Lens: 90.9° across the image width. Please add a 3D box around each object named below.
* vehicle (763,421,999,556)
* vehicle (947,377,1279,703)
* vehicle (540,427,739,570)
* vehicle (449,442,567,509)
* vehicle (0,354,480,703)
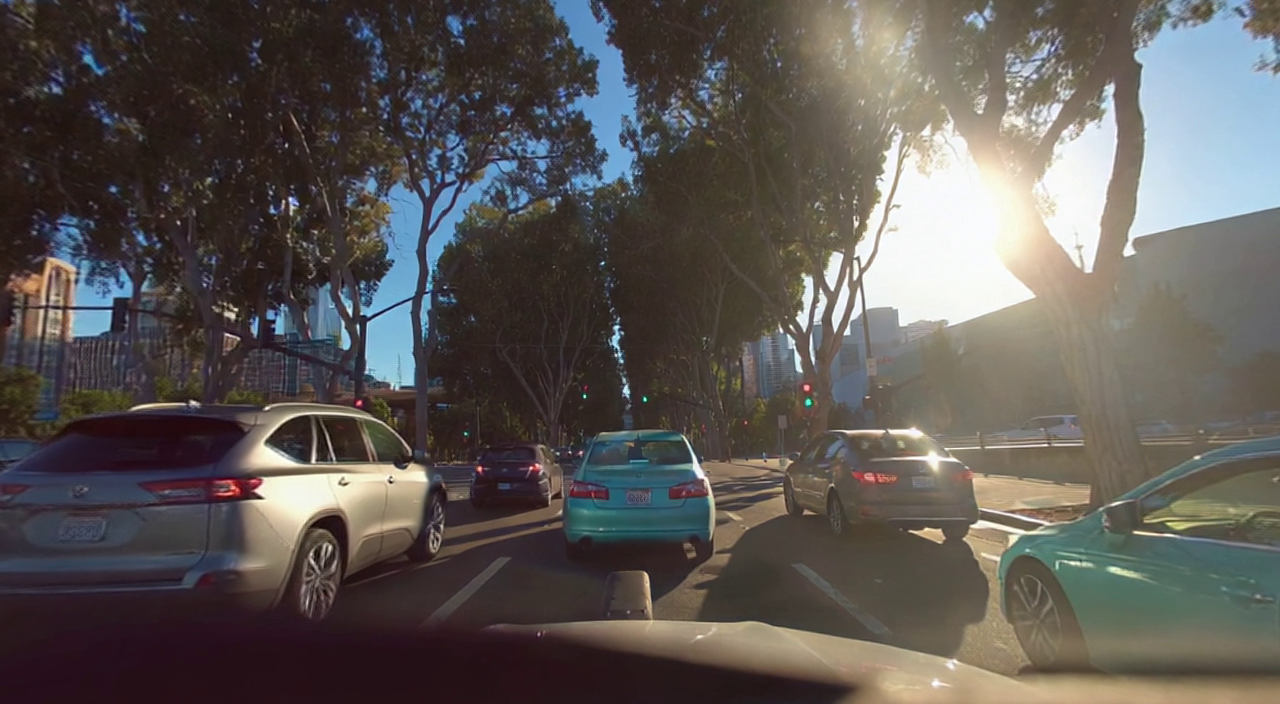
[{"bbox_3d":[3.427,2.021,10.084,2.040,1.647,4.379,0,-8,0],"label":"vehicle"},{"bbox_3d":[3.321,0.963,2.827,1.899,1.588,3.888,0,-8,0],"label":"vehicle"},{"bbox_3d":[-0.022,1.881,8.854,2.147,1.507,3.953,0,-8,-1],"label":"vehicle"},{"bbox_3d":[-3.064,2.963,15.636,1.975,1.420,4.196,0,-8,1],"label":"vehicle"},{"bbox_3d":[-3.131,1.226,5.467,2.168,1.750,4.625,-1,-8,1],"label":"vehicle"}]
